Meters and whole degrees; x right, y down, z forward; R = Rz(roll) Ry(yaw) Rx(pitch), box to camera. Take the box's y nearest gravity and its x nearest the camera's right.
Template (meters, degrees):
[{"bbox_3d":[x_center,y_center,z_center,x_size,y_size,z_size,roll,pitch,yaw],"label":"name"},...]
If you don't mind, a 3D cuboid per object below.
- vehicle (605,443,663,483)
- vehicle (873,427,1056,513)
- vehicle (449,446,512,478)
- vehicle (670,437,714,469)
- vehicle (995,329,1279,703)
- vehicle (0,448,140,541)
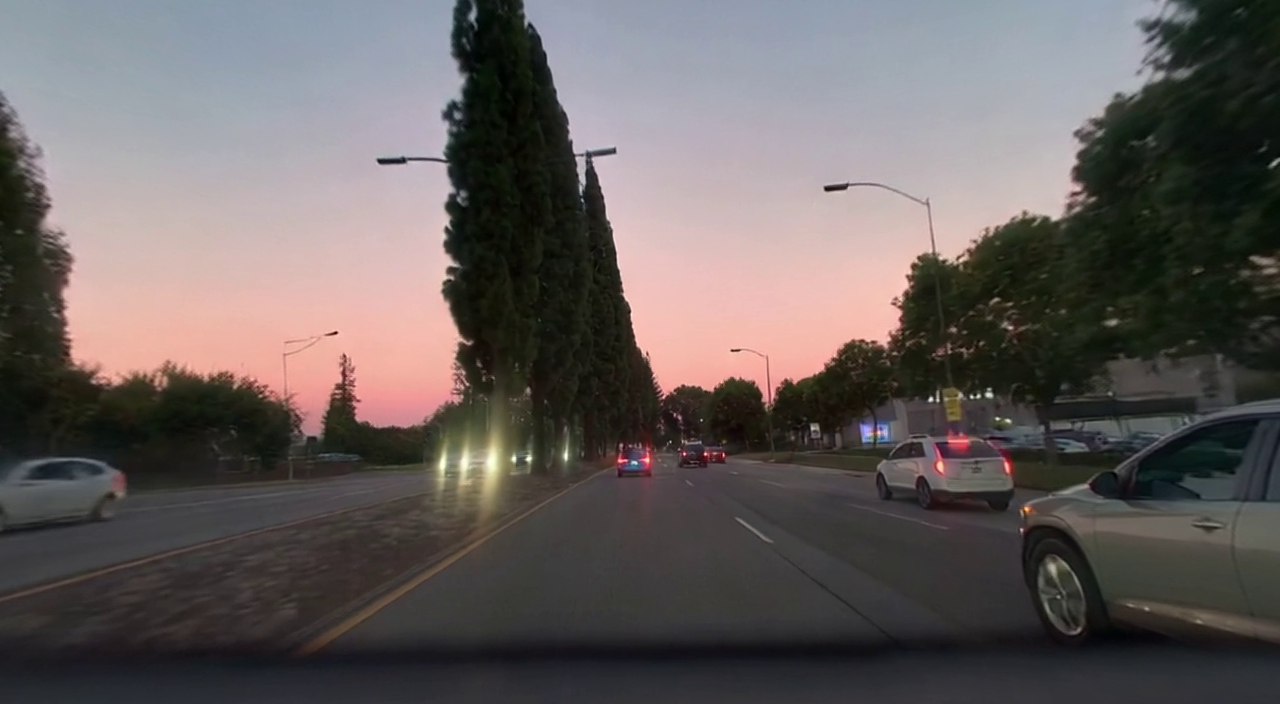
[{"bbox_3d":[-0.218,4.761,27.216,2.315,1.563,4.080,0,-9,0],"label":"vehicle"},{"bbox_3d":[7.614,2.796,15.368,2.090,1.768,4.407,0,-9,0],"label":"vehicle"},{"bbox_3d":[-8.597,5.933,34.220,2.082,1.588,4.710,0,-9,2],"label":"vehicle"},{"bbox_3d":[3.688,7.318,45.531,2.716,2.131,5.766,0,-9,0],"label":"vehicle"},{"bbox_3d":[3.554,0.744,2.068,2.090,1.763,4.560,0,-9,0],"label":"vehicle"},{"bbox_3d":[-12.517,2.661,11.889,2.110,1.632,4.730,0,-9,1],"label":"vehicle"}]
